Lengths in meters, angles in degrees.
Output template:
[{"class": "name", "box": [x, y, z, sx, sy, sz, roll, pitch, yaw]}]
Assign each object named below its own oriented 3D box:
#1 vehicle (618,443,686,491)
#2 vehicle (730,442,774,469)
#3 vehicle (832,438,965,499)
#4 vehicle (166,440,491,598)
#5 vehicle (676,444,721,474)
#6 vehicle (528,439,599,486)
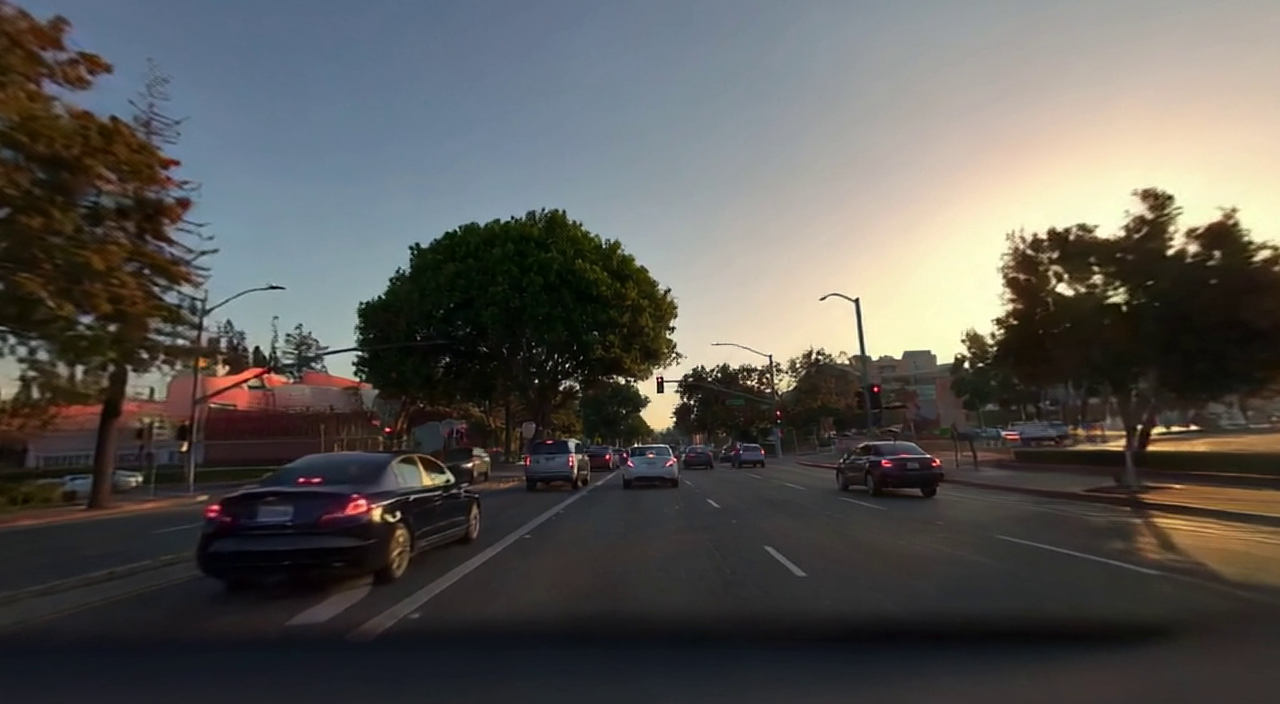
[{"class": "vehicle", "box": [0.366, 3.851, 21.456, 2.096, 1.473, 3.893, 0, -8, 0]}, {"class": "vehicle", "box": [7.393, 6.851, 41.927, 2.044, 1.701, 4.397, 0, -8, -1]}, {"class": "vehicle", "box": [7.165, 3.242, 18.057, 1.892, 1.515, 4.400, 0, -8, 0]}, {"class": "vehicle", "box": [-3.489, 1.911, 8.235, 1.938, 1.472, 4.399, 0, -8, 1]}, {"class": "vehicle", "box": [3.049, 5.713, 33.880, 1.988, 1.528, 4.144, 0, -8, 0]}, {"class": "vehicle", "box": [-2.916, 4.319, 25.032, 2.219, 1.699, 4.090, 0, -8, 1]}]
